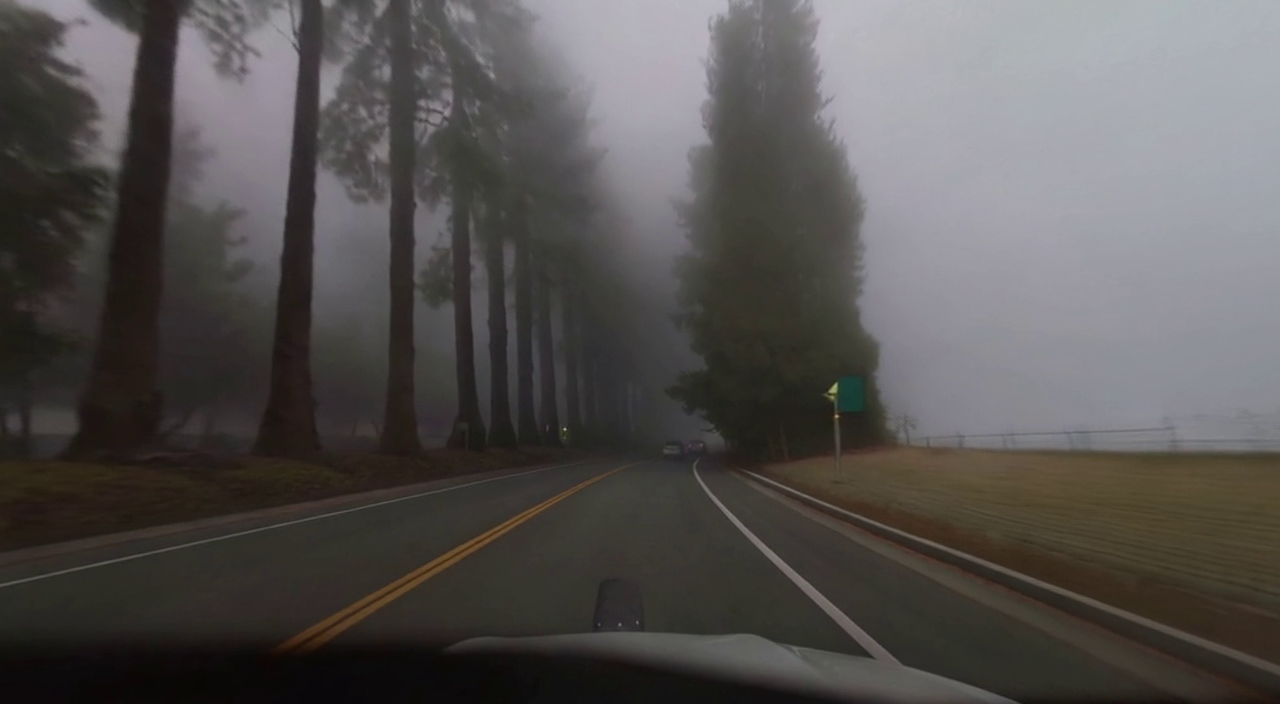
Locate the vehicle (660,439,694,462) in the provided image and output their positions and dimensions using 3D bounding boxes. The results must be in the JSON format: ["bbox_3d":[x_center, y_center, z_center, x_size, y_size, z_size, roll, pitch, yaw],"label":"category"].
[{"bbox_3d":[2.490,6.519,41.989,2.071,1.474,4.047,-1,-8,5],"label":"vehicle"}]
